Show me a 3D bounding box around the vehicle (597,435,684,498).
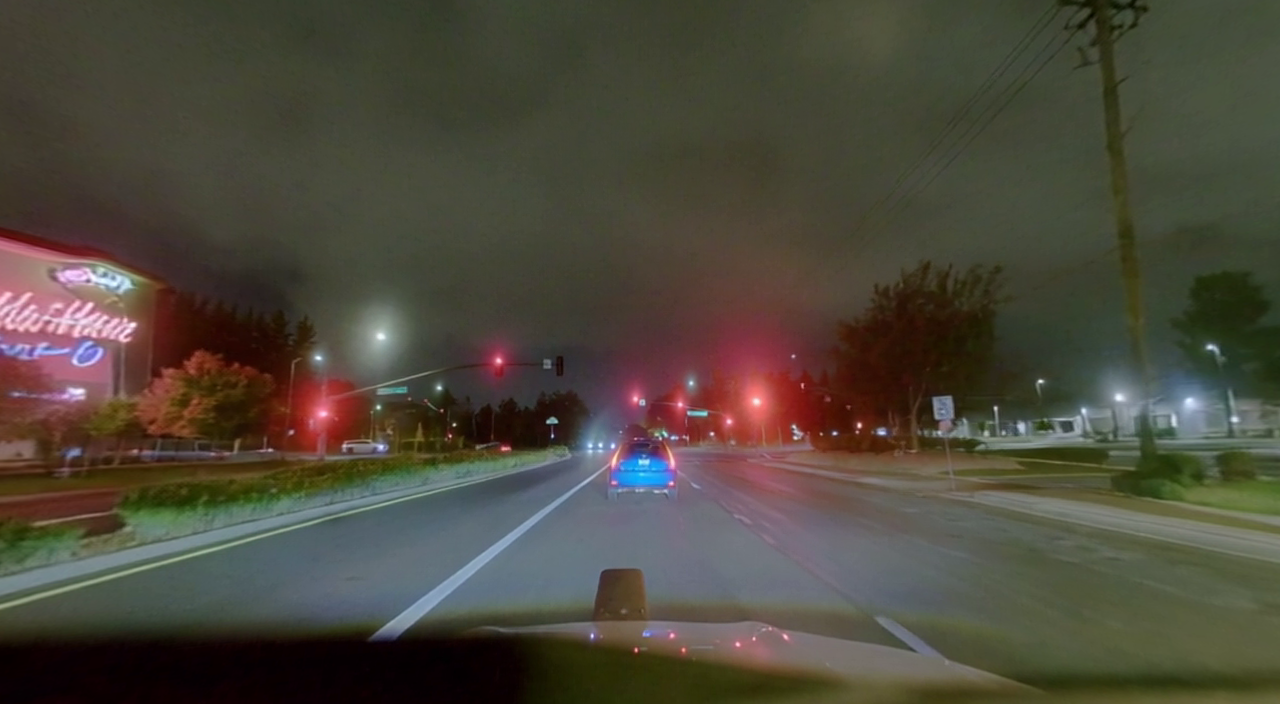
[{"bbox_3d":[-0.031,3.040,17.201,2.028,1.478,4.545,0,-8,-1],"label":"vehicle"}]
